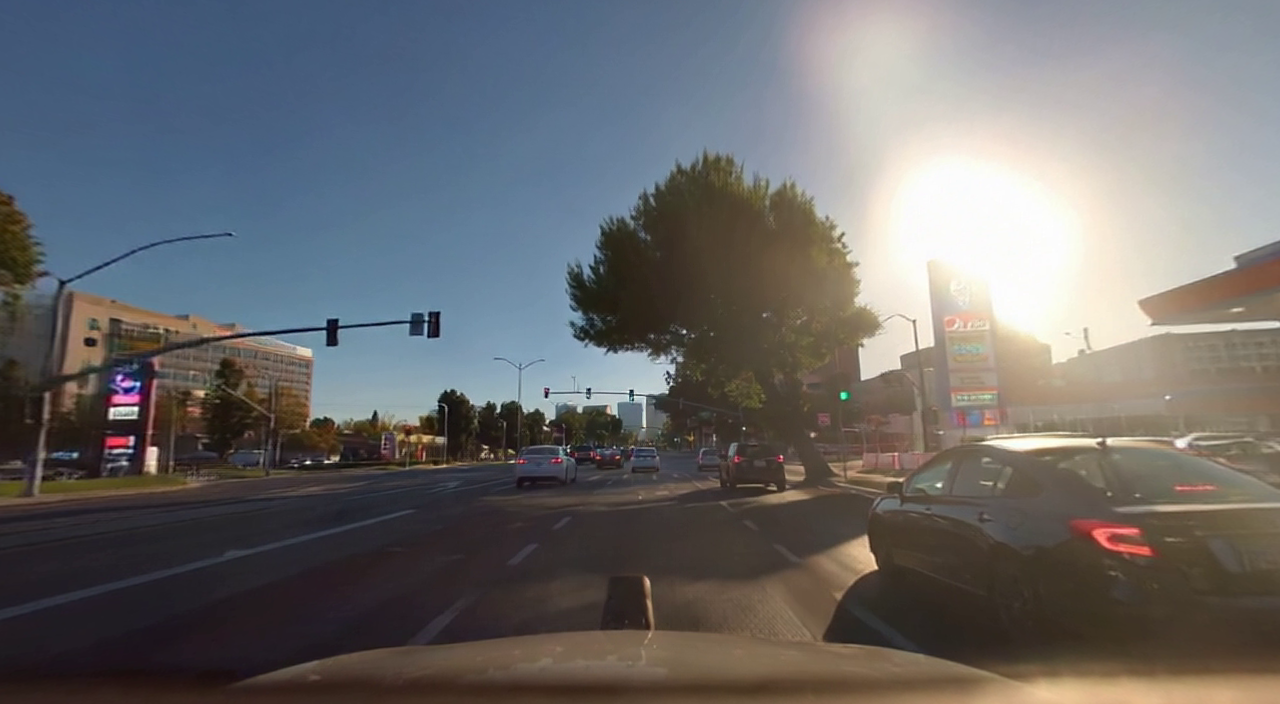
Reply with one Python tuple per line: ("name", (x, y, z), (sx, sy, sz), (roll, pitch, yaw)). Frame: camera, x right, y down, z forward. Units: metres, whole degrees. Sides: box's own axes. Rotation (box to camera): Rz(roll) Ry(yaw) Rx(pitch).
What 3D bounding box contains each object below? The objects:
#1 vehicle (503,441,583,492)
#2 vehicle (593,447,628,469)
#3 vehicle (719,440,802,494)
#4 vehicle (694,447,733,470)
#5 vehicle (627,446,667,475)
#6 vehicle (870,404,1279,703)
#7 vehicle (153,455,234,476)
("vehicle", (-3.306, 3.991, 22.363), (2.023, 1.607, 4.086), (-1, -8, 2))
("vehicle", (-2.090, 7.658, 45.692), (2.192, 1.463, 4.211), (0, -8, 2))
("vehicle", (4.047, 3.921, 21.927), (2.022, 1.683, 4.171), (0, -8, 0))
("vehicle", (4.939, 7.201, 42.856), (2.174, 1.462, 4.400), (0, -8, 1))
("vehicle", (0.373, 6.028, 35.420), (2.104, 1.477, 4.591), (0, -8, 1))
("vehicle", (3.574, 1.266, 4.557), (2.038, 1.499, 4.868), (0, -8, 1))
("vehicle", (-33.813, 8.609, 47.812), (4.652, 1.453, 1.945), (0, -8, 1))
